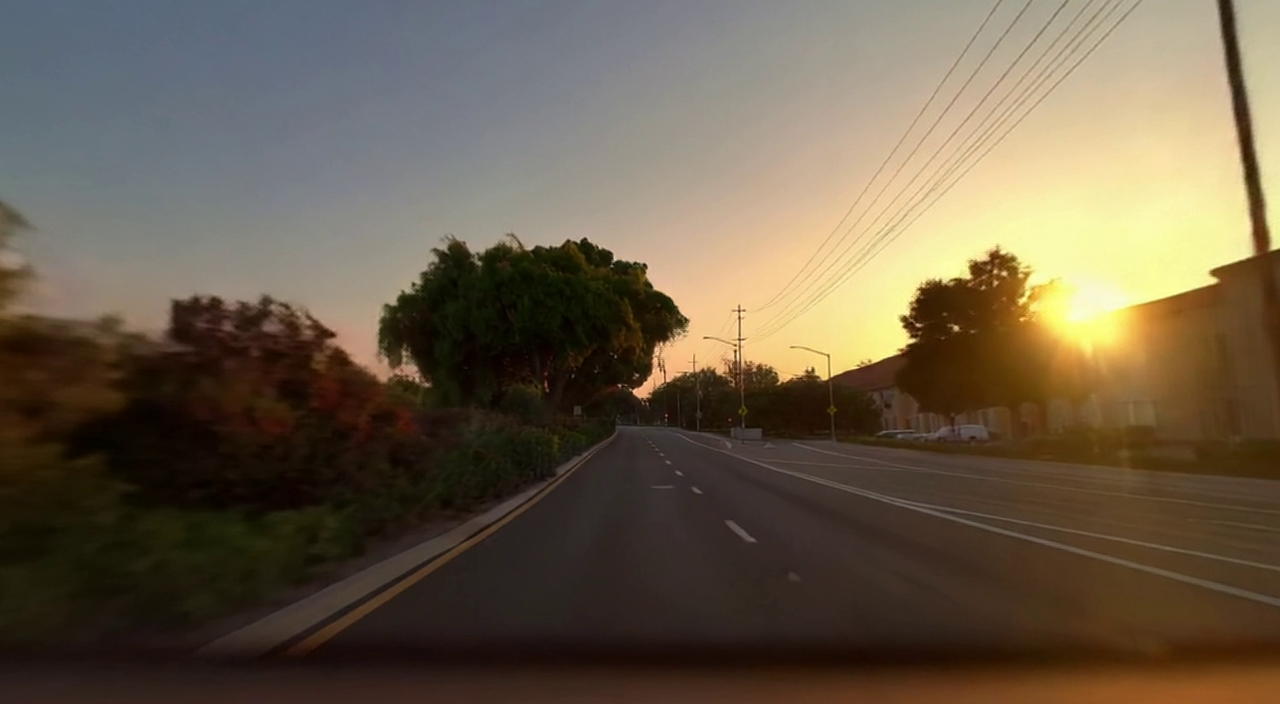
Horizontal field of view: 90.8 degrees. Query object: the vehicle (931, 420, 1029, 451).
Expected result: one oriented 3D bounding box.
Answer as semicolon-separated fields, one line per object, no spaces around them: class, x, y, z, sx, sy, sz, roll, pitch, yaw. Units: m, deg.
vehicle;24.498;6.074;45.745;5.603;2.179;2.440;-1;-9;5
